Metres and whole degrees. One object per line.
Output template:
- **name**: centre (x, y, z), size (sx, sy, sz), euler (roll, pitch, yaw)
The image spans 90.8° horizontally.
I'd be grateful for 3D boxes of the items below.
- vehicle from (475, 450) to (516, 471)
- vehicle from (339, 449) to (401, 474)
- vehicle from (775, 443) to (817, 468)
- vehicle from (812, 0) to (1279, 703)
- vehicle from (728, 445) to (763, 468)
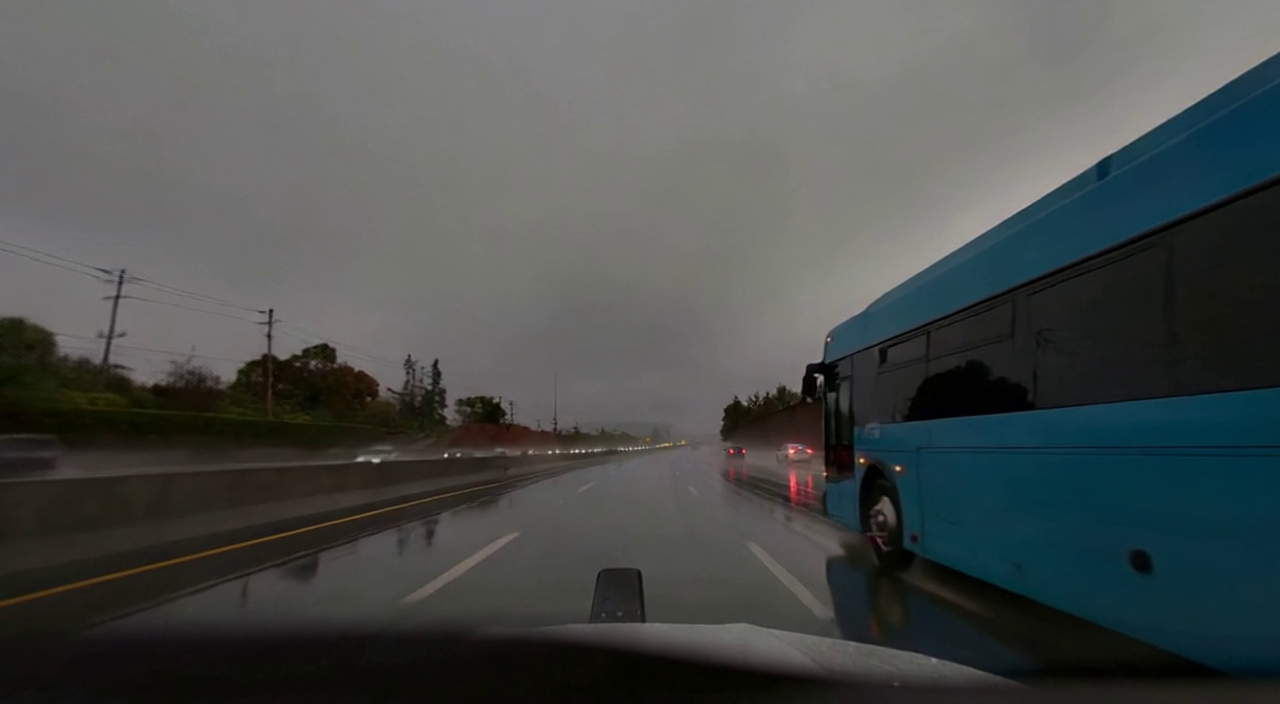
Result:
- **vehicle**: centre (-10.402, 7.822, 45.852), size (1.858, 1.437, 4.376), euler (-1, -9, 1)
- **vehicle**: centre (-17.206, 6.997, 40.528), size (1.841, 1.472, 4.609), euler (-1, -9, 2)
- **vehicle**: centre (11.781, 7.842, 48.034), size (2.151, 1.734, 4.519), euler (0, -9, 1)
- **vehicle**: centre (4.346, -0.027, 2.953), size (3.144, 3.580, 14.591), euler (0, -9, 1)
- **vehicle**: centre (8.161, 8.141, 49.318), size (2.032, 1.654, 4.089), euler (0, -8, 1)
